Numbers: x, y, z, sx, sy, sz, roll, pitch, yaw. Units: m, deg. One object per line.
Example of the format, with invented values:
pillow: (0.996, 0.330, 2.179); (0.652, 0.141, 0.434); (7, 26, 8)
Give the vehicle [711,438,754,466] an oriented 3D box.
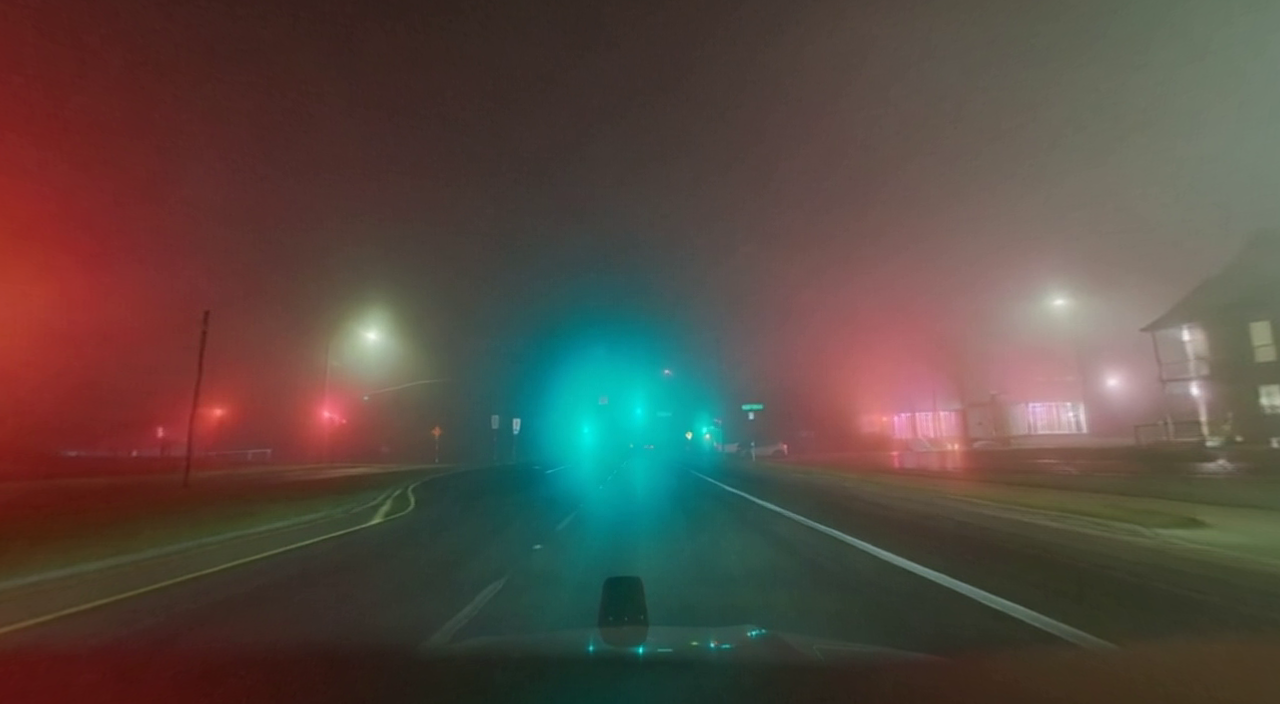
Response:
vehicle: (6.163, 6.754, 42.531); (2.094, 1.766, 4.792); (0, -9, 0)
